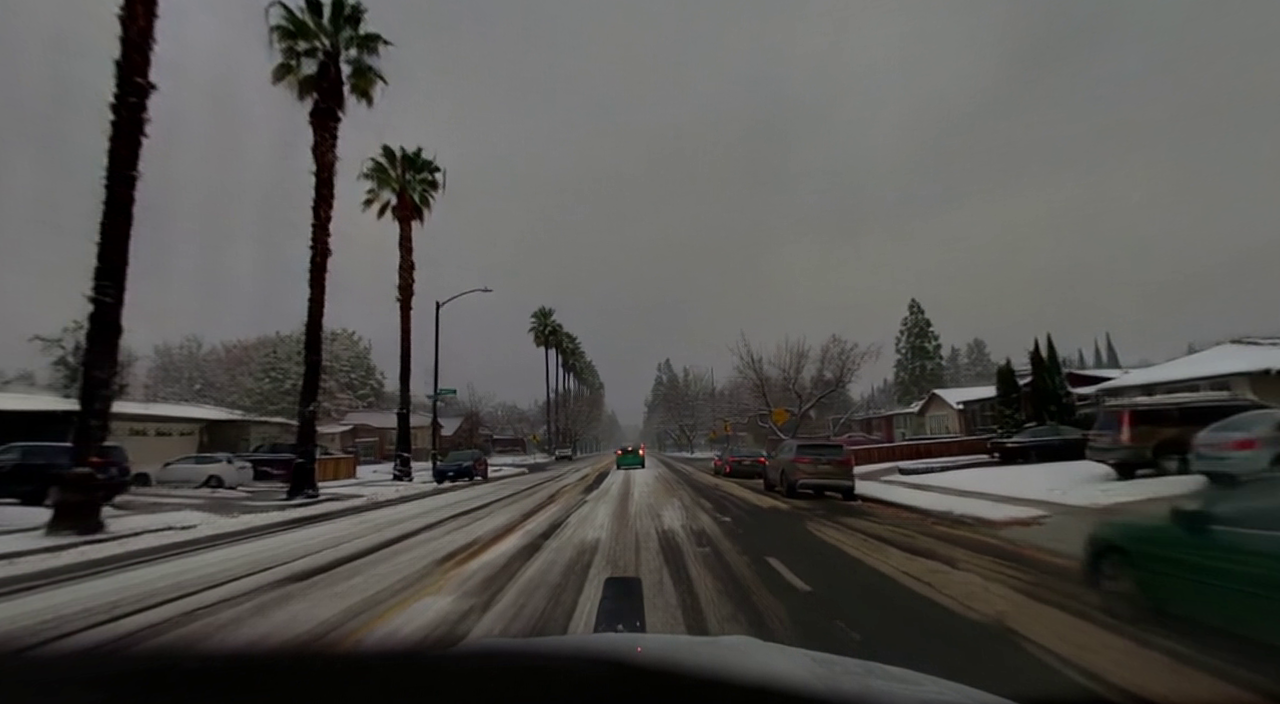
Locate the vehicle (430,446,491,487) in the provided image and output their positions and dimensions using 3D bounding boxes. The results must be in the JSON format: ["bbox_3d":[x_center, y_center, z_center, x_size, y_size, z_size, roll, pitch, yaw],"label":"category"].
[{"bbox_3d":[-8.942,5.689,31.828,1.945,1.666,4.107,-3,-6,-1],"label":"vehicle"}]

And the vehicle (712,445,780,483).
[{"bbox_3d":[4.580,4.925,28.195,2.013,1.501,5.235,0,-9,-1],"label":"vehicle"}]

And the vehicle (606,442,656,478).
[{"bbox_3d":[-0.421,4.875,28.694,2.098,1.483,4.099,0,-9,-1],"label":"vehicle"}]

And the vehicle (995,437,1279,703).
[{"bbox_3d":[4.548,1.229,3.526,2.033,1.495,5.175,0,-9,-1],"label":"vehicle"}]

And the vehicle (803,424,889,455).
[{"bbox_3d":[13.362,5.750,41.191,4.913,1.930,2.020,-1,-9,6],"label":"vehicle"}]

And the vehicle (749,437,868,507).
[{"bbox_3d":[4.492,3.272,17.817,2.017,1.646,5.389,0,-9,2],"label":"vehicle"}]

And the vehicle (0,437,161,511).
[{"bbox_3d":[-15.815,3.220,17.013,3.810,1.823,2.427,2,-9,-12],"label":"vehicle"}]

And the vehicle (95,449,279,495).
[{"bbox_3d":[-15.799,4.175,22.259,4.654,1.490,2.381,0,-9,2],"label":"vehicle"}]
